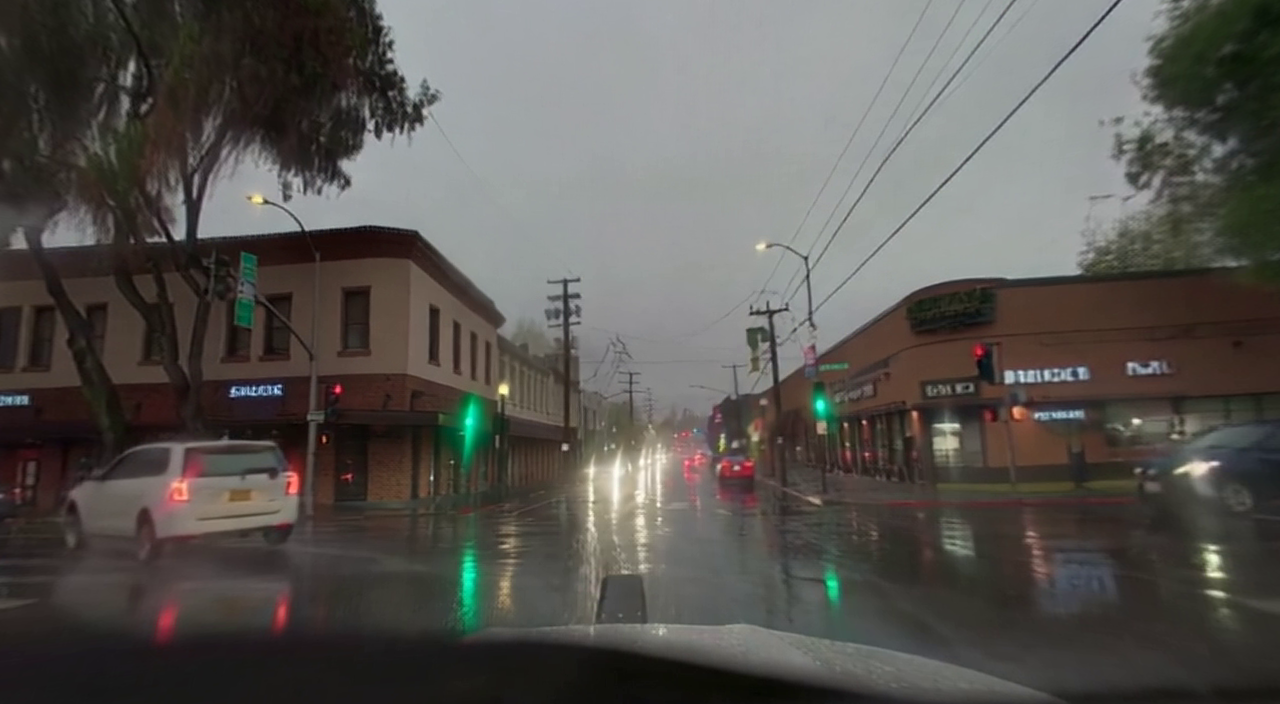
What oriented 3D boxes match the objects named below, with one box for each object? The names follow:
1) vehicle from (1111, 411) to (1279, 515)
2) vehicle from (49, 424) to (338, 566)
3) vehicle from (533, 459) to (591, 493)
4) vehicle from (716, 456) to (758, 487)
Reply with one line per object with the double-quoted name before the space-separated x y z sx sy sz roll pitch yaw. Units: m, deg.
"vehicle" 13.512 2.198 12.825 5.716 1.894 2.433 -2 -9 5
"vehicle" -7.723 2.308 10.883 4.611 1.882 2.440 -7 -11 34
"vehicle" -4.142 6.665 34.322 2.179 1.596 4.286 -1 -9 7
"vehicle" 5.369 6.645 35.393 2.062 1.526 3.989 -1 -9 5
